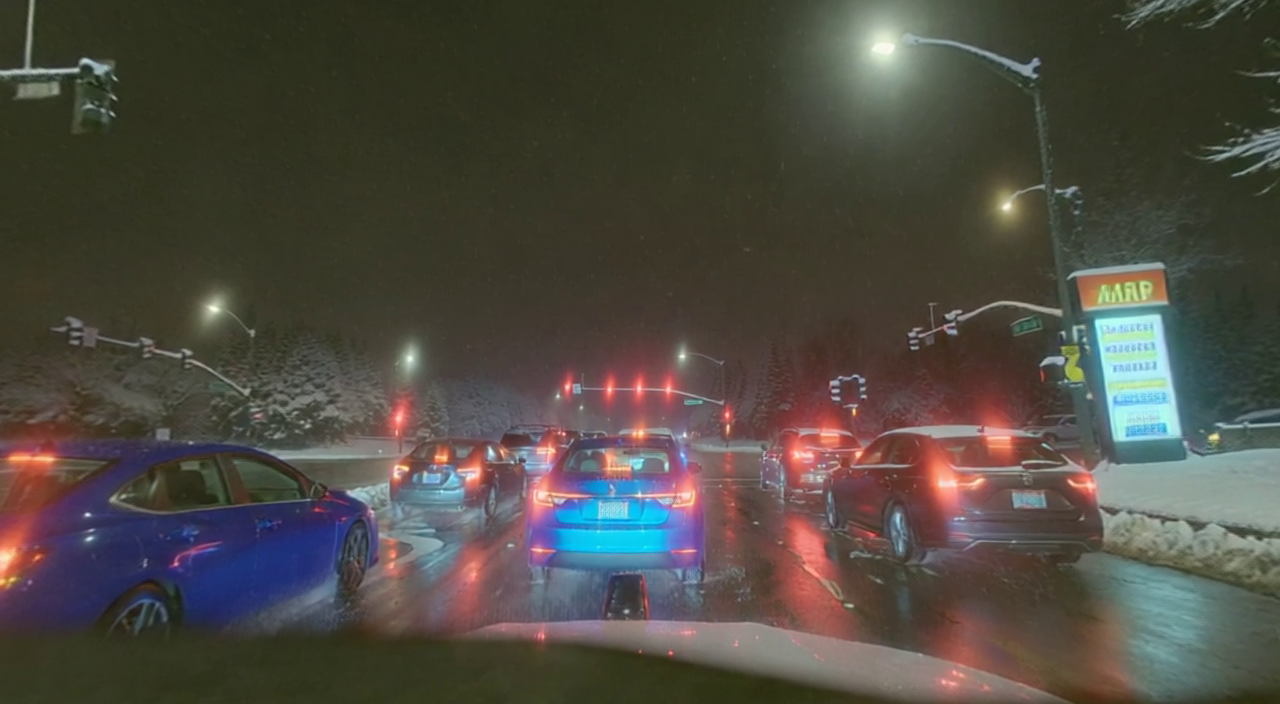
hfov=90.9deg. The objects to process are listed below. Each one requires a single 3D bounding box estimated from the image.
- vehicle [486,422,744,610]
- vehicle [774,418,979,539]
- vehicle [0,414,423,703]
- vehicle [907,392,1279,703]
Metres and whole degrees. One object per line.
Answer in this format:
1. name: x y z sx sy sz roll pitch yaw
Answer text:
1. vehicle: -0.187 1.612 7.103 2.059 1.477 3.988 0 -8 1
2. vehicle: 3.778 2.096 11.022 2.007 1.683 4.171 0 -8 1
3. vehicle: -3.405 1.302 4.726 1.980 1.454 4.226 0 -8 1
4. vehicle: 3.418 1.070 3.497 1.981 1.499 4.536 0 -8 2
